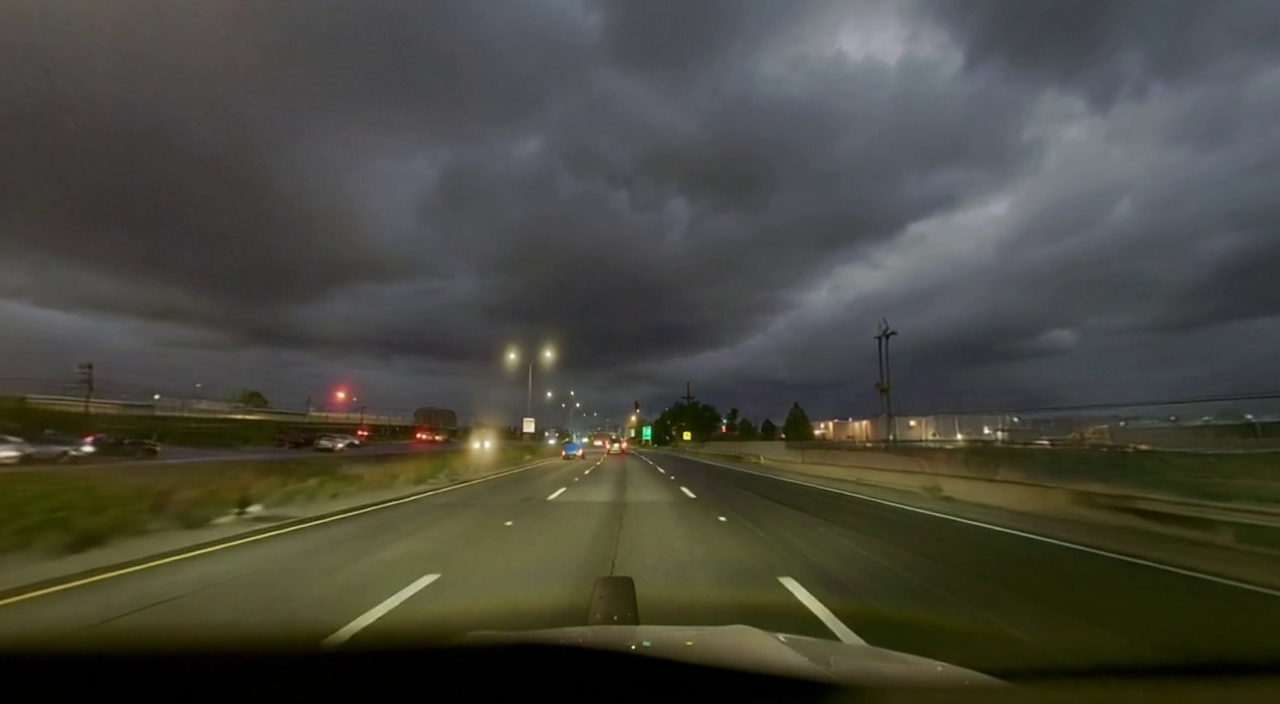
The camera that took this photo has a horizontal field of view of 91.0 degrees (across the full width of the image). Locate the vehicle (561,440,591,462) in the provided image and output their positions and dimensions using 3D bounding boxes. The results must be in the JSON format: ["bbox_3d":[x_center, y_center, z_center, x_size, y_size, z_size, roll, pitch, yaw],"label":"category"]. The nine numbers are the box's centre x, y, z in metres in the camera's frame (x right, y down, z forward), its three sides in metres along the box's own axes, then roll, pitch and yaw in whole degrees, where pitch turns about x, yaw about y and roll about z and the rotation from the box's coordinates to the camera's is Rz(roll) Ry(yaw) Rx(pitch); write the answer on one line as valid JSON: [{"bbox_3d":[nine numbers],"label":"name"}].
[{"bbox_3d":[-4.806,7.462,47.813,2.045,1.547,4.162,0,-8,-2],"label":"vehicle"}]

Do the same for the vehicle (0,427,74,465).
[{"bbox_3d":[-30.026,4.432,29.694,4.484,1.727,1.980,0,-8,-5],"label":"vehicle"}]

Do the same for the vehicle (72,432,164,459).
[{"bbox_3d":[-30.346,5.435,36.670,3.552,1.415,1.847,3,-7,-6],"label":"vehicle"}]
